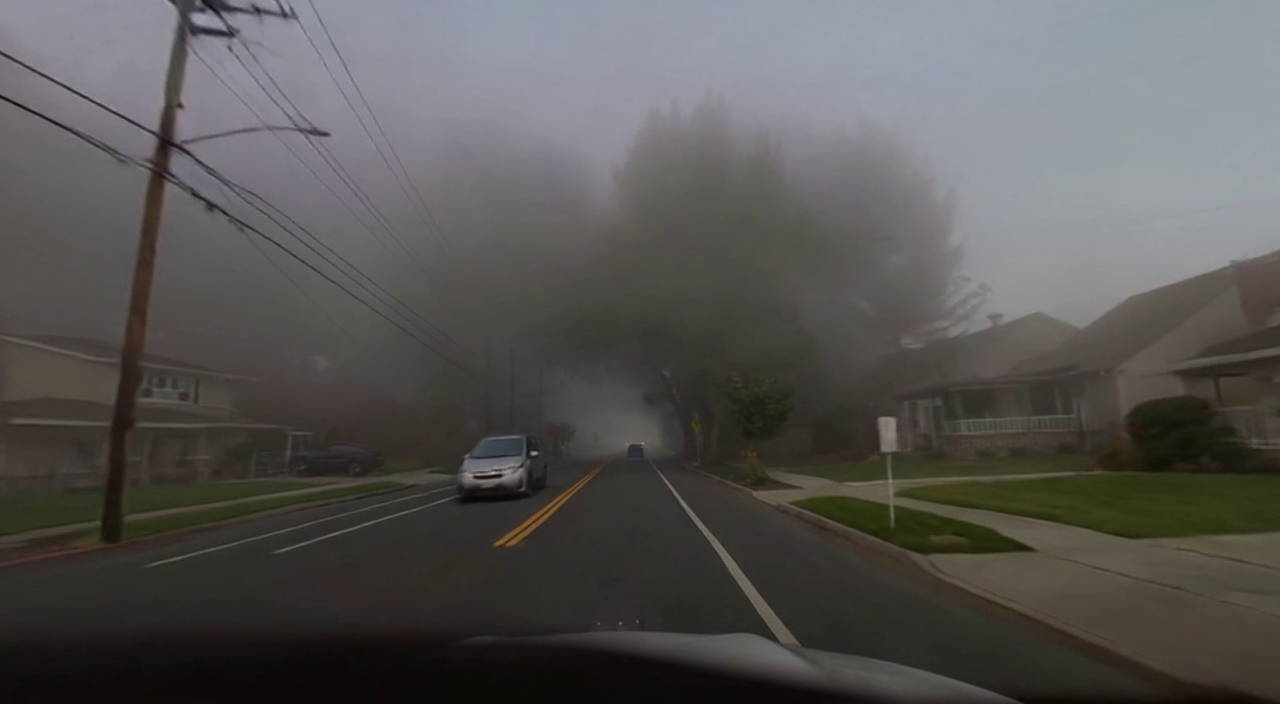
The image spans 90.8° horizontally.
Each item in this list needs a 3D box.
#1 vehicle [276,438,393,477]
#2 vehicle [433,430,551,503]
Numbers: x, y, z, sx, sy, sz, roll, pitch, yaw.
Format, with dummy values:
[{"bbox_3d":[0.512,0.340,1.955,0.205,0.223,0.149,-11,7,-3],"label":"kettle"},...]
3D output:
[{"bbox_3d":[-14.928,5.183,31.151,4.662,1.832,2.063,1,-9,-5],"label":"vehicle"},{"bbox_3d":[-3.954,3.159,17.870,2.145,1.762,4.960,0,-9,0],"label":"vehicle"}]
